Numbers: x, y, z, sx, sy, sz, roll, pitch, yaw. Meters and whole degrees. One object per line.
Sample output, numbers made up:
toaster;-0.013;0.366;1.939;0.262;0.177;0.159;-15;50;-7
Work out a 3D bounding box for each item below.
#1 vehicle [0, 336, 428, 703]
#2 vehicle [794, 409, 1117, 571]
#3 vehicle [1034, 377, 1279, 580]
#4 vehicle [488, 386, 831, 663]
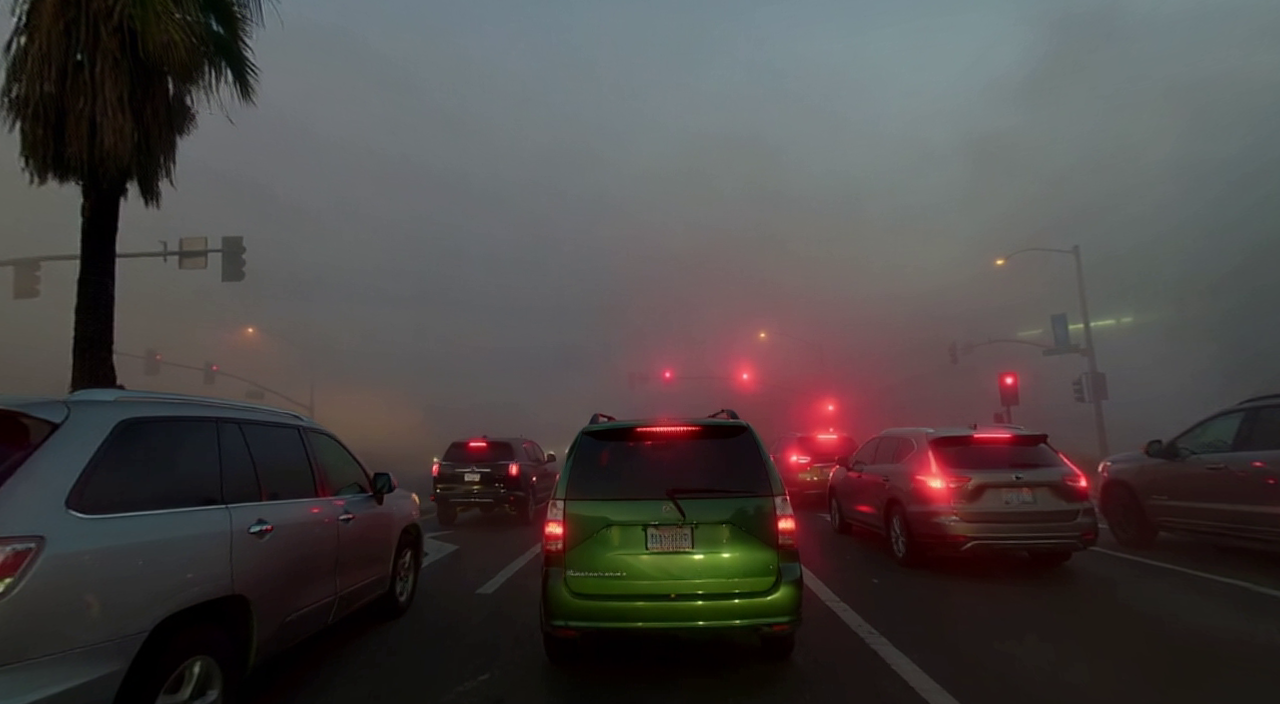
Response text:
vehicle;-3.182;1.086;3.904;2.171;1.702;4.416;0;-9;0
vehicle;3.989;1.854;9.307;2.072;1.704;5.170;0;-9;0
vehicle;7.313;1.337;6.857;2.337;1.925;5.728;0;-8;1
vehicle;0.151;1.374;6.043;2.123;1.704;4.128;0;-9;1
